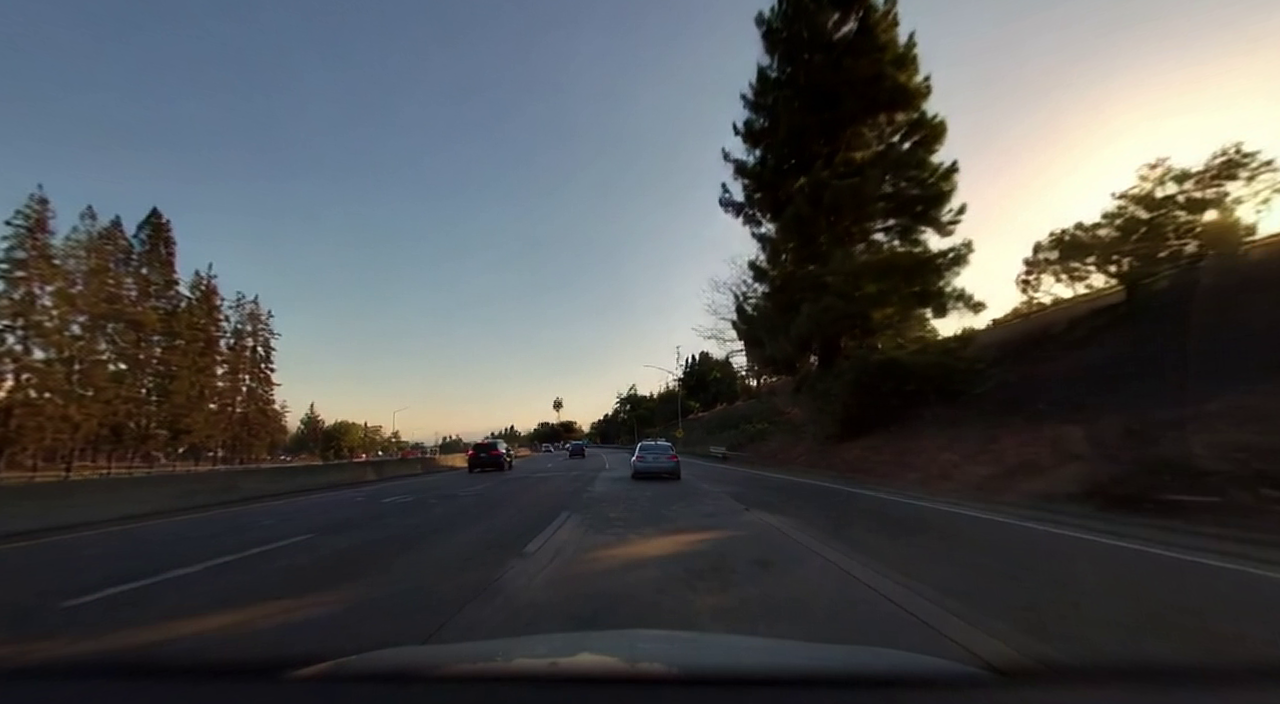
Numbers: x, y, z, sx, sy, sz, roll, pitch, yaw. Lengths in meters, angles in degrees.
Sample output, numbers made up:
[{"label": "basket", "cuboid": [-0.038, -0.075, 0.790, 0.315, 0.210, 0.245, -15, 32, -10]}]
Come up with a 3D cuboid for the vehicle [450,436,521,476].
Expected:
[{"label": "vehicle", "cuboid": [-7.086, 4.830, 29.411, 2.221, 1.693, 4.631, 0, -9, -1]}]

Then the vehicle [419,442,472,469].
[{"label": "vehicle", "cuboid": [-11.528, 6.159, 37.664, 2.041, 1.534, 4.140, 0, -9, -2]}]

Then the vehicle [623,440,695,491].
[{"label": "vehicle", "cuboid": [0.490, 3.532, 19.976, 2.051, 1.444, 3.927, 0, -9, -1]}]
